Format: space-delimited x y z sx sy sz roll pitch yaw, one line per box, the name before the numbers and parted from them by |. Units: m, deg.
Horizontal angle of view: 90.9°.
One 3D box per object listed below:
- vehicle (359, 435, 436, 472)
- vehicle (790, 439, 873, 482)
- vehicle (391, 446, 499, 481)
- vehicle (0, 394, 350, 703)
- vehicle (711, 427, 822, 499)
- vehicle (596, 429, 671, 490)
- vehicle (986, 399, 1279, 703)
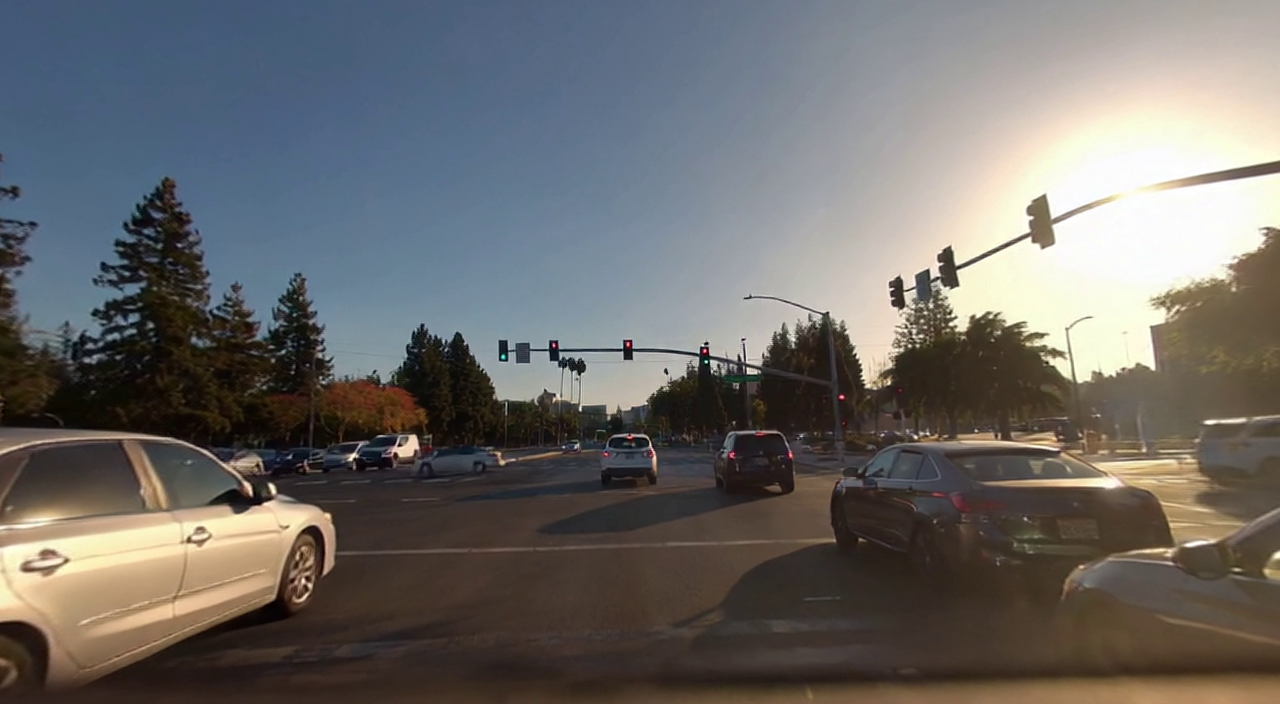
vehicle | -13.971 5.868 36.699 2.196 1.961 5.359 0 -8 2
vehicle | 6.813 3.887 22.882 1.847 1.432 4.039 0 -8 1
vehicle | -8.197 4.708 26.820 4.094 1.328 1.700 0 -8 -5
vehicle | -3.564 1.042 3.345 1.941 1.492 4.399 0 -8 0
vehicle | 3.278 2.972 17.281 2.097 1.707 4.461 0 -8 0
vehicle | -0.173 3.443 20.470 2.215 1.749 3.976 0 -8 1
vehicle | 3.088 0.826 1.637 1.960 1.460 4.233 0 -8 0
